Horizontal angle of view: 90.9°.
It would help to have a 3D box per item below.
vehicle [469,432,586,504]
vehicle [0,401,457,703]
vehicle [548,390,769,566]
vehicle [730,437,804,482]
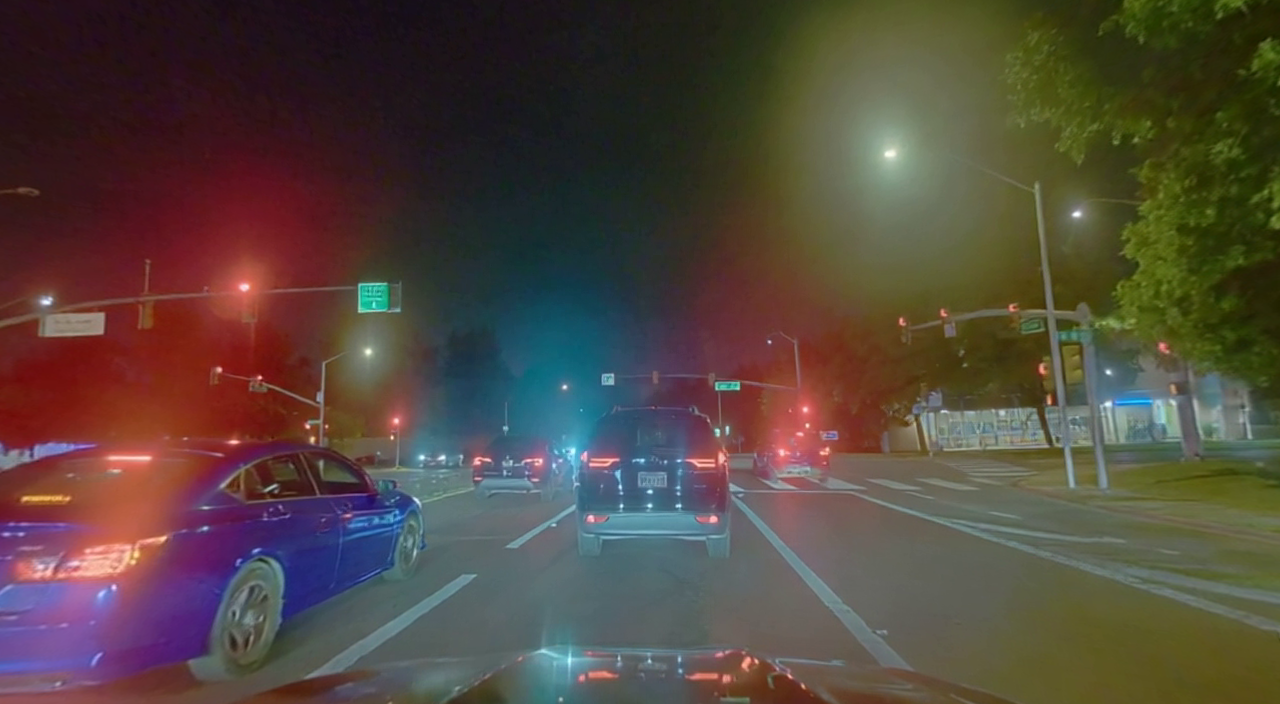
[{"bbox_3d":[-2.560,2.754,15.372,1.851,1.502,4.042,-1,-8,4],"label":"vehicle"},{"bbox_3d":[-3.222,1.298,5.054,1.958,1.494,4.624,0,-8,2],"label":"vehicle"},{"bbox_3d":[0.221,1.631,8.838,2.300,1.832,4.331,0,-8,1],"label":"vehicle"},{"bbox_3d":[4.485,3.843,22.876,1.979,1.453,4.011,0,-8,2],"label":"vehicle"}]
